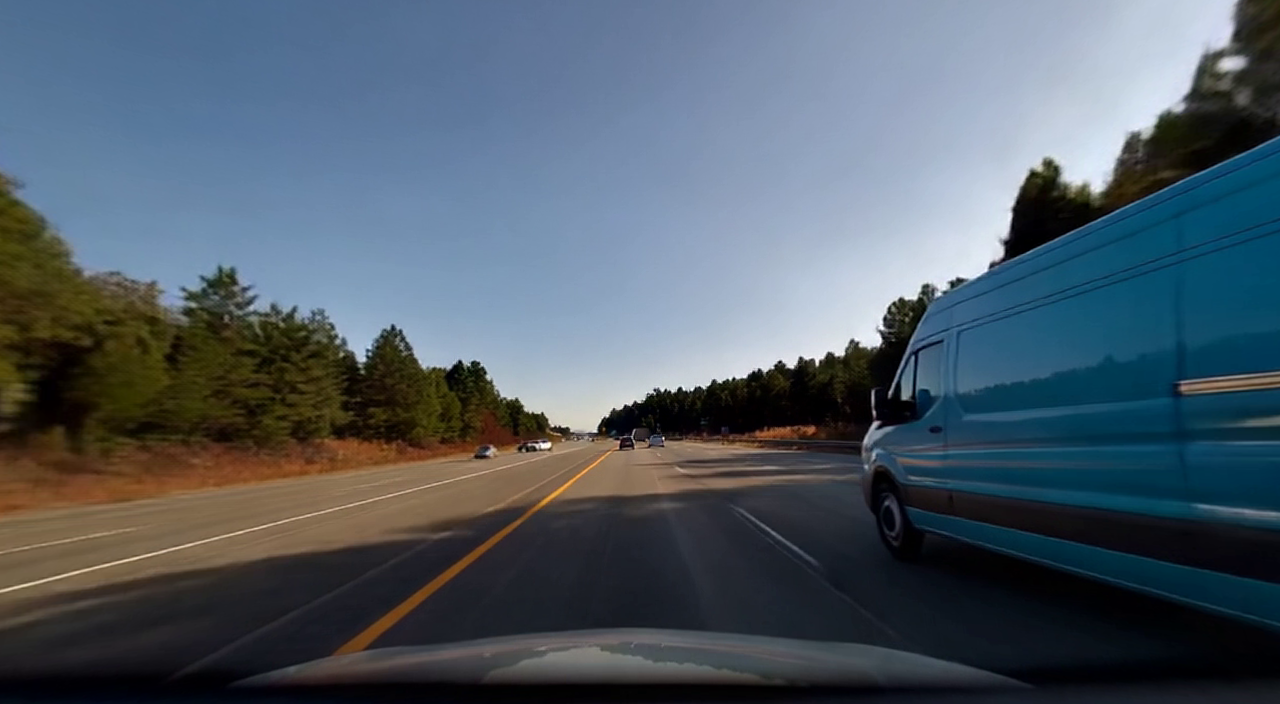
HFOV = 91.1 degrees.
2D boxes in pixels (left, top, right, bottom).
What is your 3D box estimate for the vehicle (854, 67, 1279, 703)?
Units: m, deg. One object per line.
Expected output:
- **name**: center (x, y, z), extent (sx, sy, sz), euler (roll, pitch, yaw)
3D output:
- **vehicle**: center (3.710, 0.298, 3.349), extent (2.416, 2.595, 7.243), euler (0, -8, -1)
